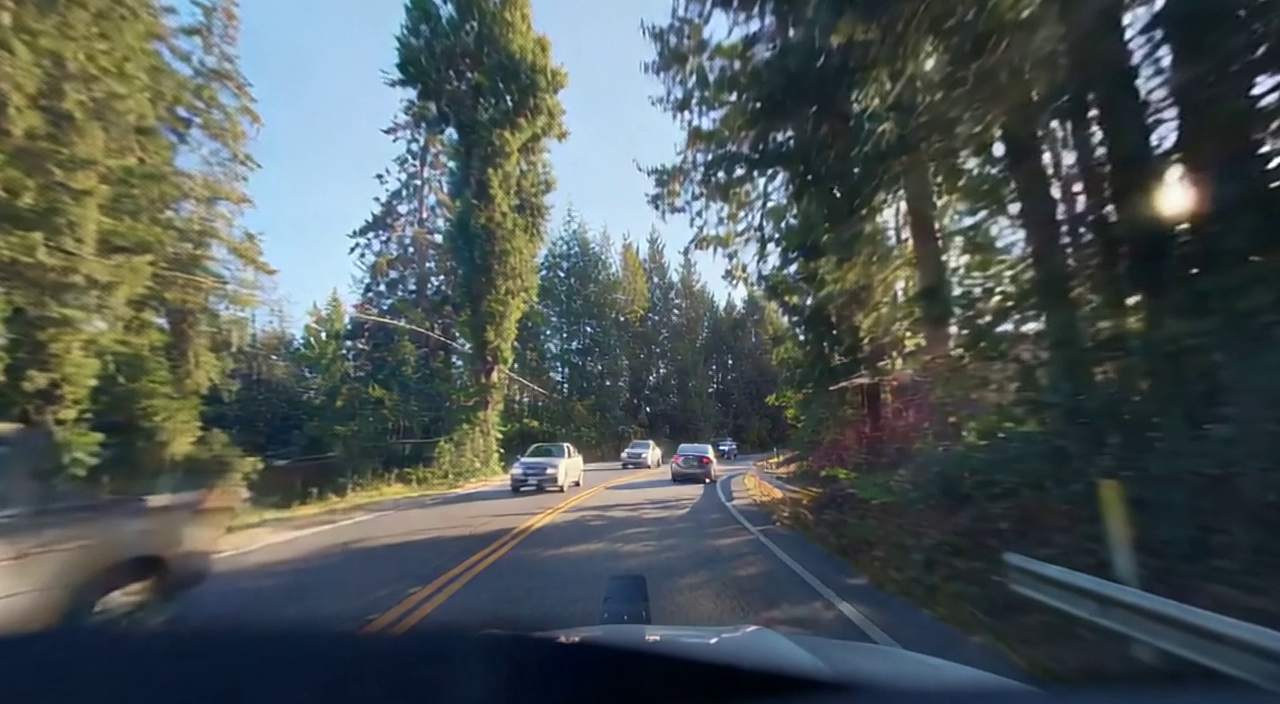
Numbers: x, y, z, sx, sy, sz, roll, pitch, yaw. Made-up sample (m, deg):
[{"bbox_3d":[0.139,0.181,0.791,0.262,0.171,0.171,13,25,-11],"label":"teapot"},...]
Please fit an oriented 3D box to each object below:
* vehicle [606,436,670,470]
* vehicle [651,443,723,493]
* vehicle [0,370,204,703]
[{"bbox_3d":[-0.034,5.584,34.985,2.347,1.757,4.359,-2,-9,17],"label":"vehicle"},{"bbox_3d":[1.777,4.022,22.304,2.274,1.583,4.349,-1,-9,8],"label":"vehicle"},{"bbox_3d":[-4.157,0.828,2.126,2.173,1.738,4.297,0,-9,2],"label":"vehicle"}]
